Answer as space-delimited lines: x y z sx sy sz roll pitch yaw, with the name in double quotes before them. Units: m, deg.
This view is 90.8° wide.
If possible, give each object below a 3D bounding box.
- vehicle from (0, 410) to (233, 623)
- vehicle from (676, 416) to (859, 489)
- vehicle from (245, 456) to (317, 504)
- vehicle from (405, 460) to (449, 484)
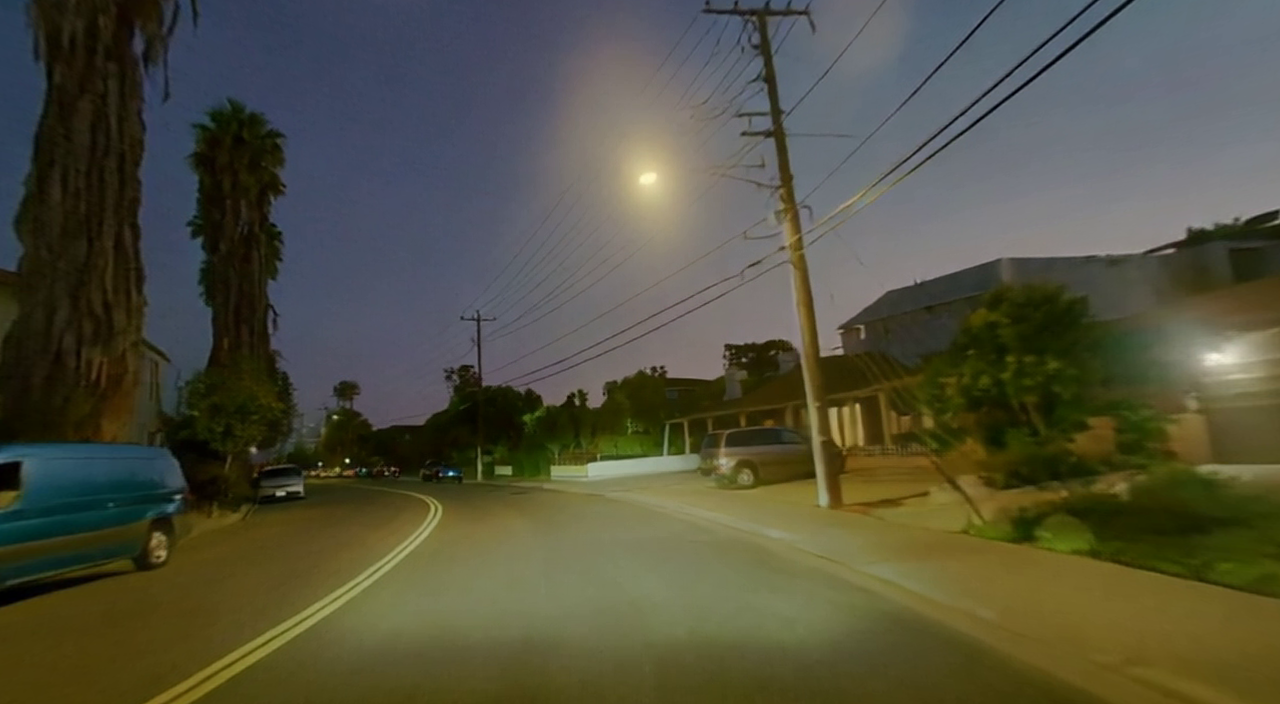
"vehicle" -8.028 2.026 7.949 2.552 2.134 6.076 -2 -10 -9
"vehicle" 3.991 3.150 20.059 5.102 2.040 2.472 3 -9 -21
"vehicle" -15.546 5.534 27.365 2.410 1.790 4.699 4 -12 -30
"vehicle" -14.669 8.196 43.433 1.870 1.490 3.802 5 -10 -33
